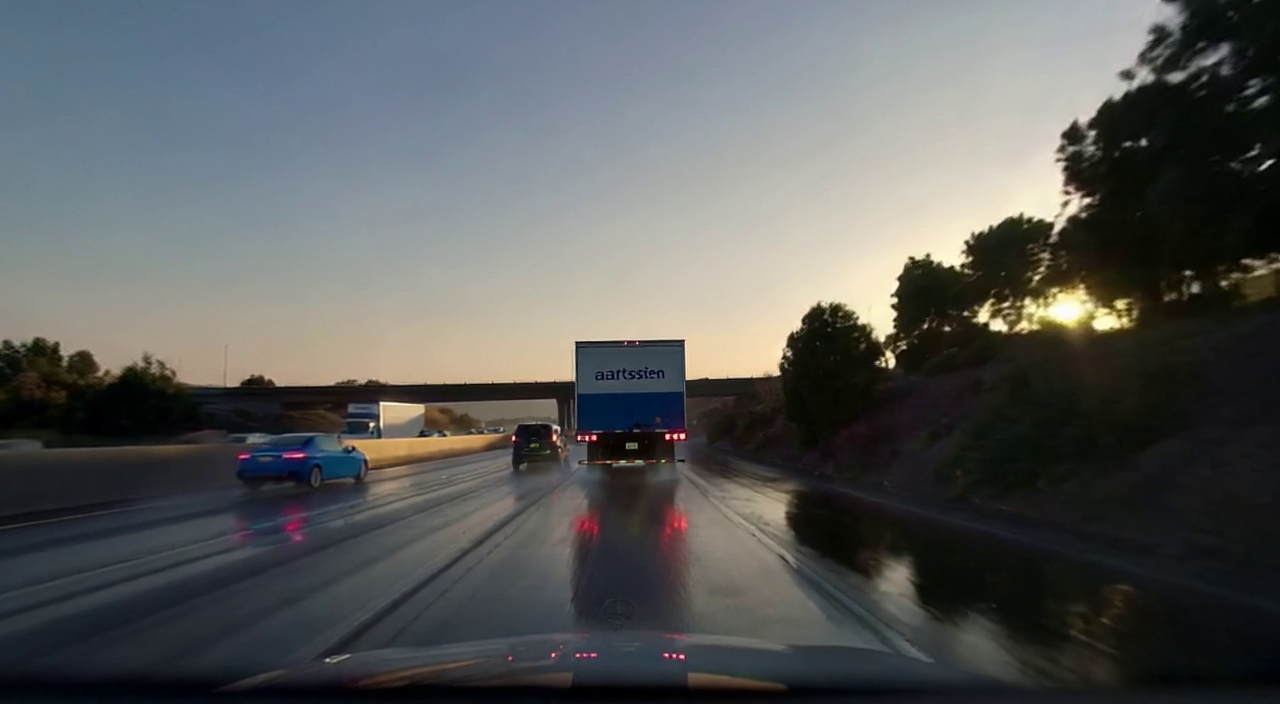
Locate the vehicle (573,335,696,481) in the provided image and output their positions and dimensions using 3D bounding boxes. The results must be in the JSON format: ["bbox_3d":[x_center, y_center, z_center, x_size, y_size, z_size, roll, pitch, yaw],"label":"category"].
[{"bbox_3d":[-0.207,2.259,23.100,3.442,4.106,10.719,0,-8,-1],"label":"vehicle"}]

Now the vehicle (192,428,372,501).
[{"bbox_3d":[-8.177,2.576,14.892,1.940,1.488,3.976,0,-8,-1],"label":"vehicle"}]

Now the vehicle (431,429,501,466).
[{"bbox_3d":[-7.969,4.395,29.183,1.981,1.574,4.561,0,-8,-1],"label":"vehicle"}]

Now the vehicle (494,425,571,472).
[{"bbox_3d":[-4.140,3.807,25.095,2.168,1.671,4.888,0,-8,1],"label":"vehicle"}]

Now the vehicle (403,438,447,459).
[{"bbox_3d":[-16.147,7.250,47.394,1.886,1.538,4.033,0,-8,0],"label":"vehicle"}]

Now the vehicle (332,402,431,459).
[{"bbox_3d":[-19.758,6.185,49.079,3.034,3.950,10.763,0,-8,1],"label":"vehicle"}]
